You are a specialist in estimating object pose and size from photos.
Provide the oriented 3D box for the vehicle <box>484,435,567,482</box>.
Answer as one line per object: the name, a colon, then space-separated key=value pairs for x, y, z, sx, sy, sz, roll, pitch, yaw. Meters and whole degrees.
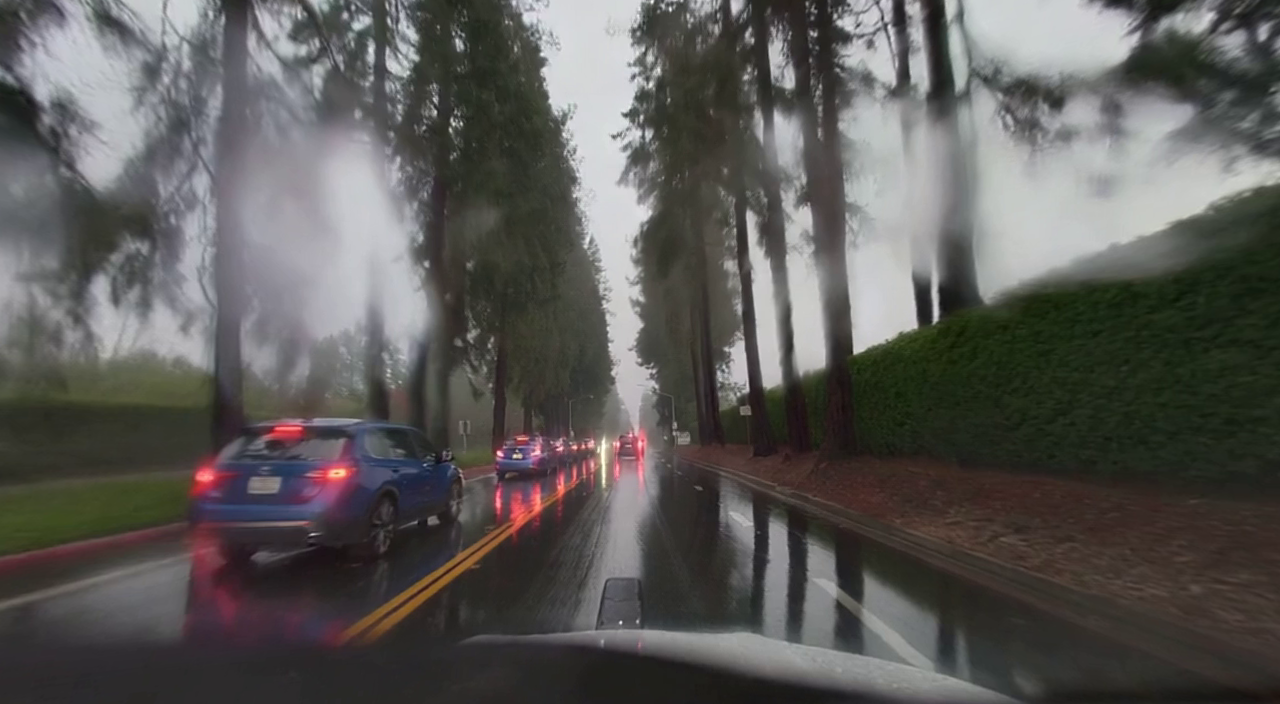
vehicle: x=-3.819 y=3.640 z=21.868 sx=2.030 sy=1.452 sz=4.312 roll=0 pitch=-8 yaw=1

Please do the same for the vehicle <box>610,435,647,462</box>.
vehicle: x=-0.679 y=5.796 z=37.998 sx=2.127 sy=1.517 sz=4.090 roll=0 pitch=-8 yaw=-1

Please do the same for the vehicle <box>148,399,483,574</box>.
vehicle: x=-3.730 y=1.635 z=8.429 sx=2.126 sy=1.707 sz=4.317 roll=0 pitch=-8 yaw=0
